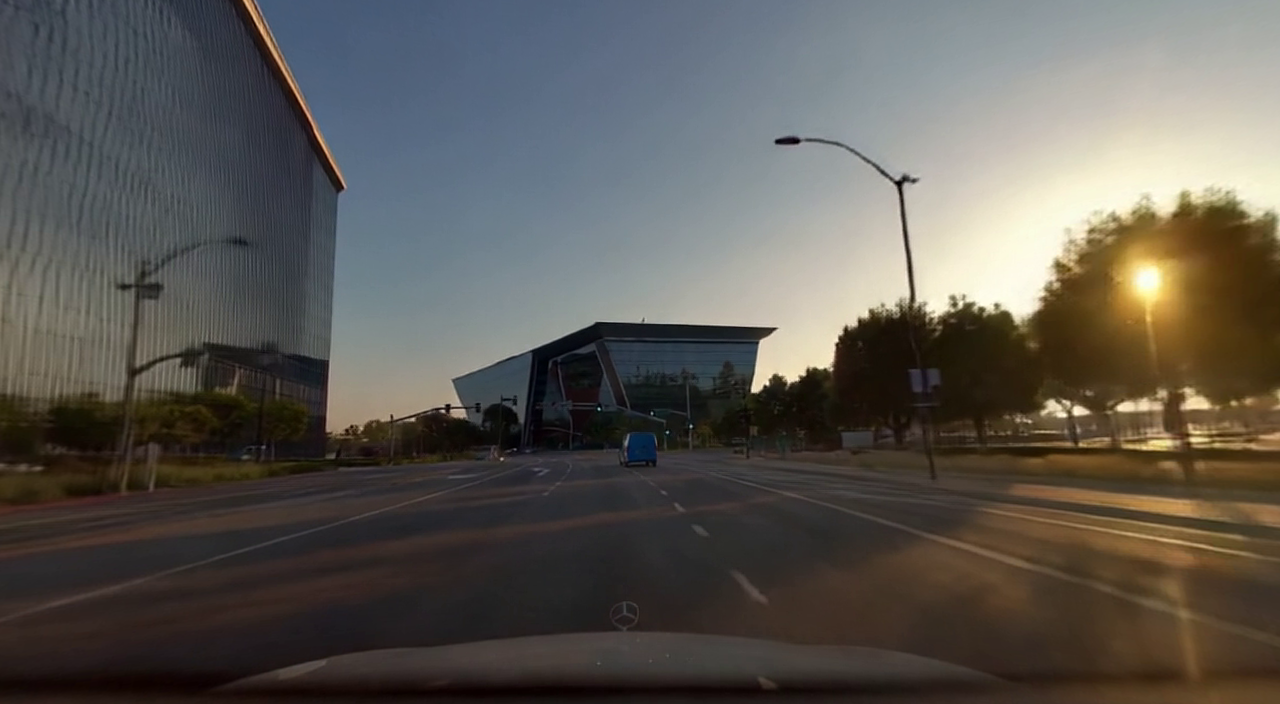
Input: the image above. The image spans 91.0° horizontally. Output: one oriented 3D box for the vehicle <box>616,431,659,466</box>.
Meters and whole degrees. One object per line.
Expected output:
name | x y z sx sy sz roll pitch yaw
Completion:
vehicle | -0.258 6.607 43.410 2.339 2.244 4.817 1 -8 -8
